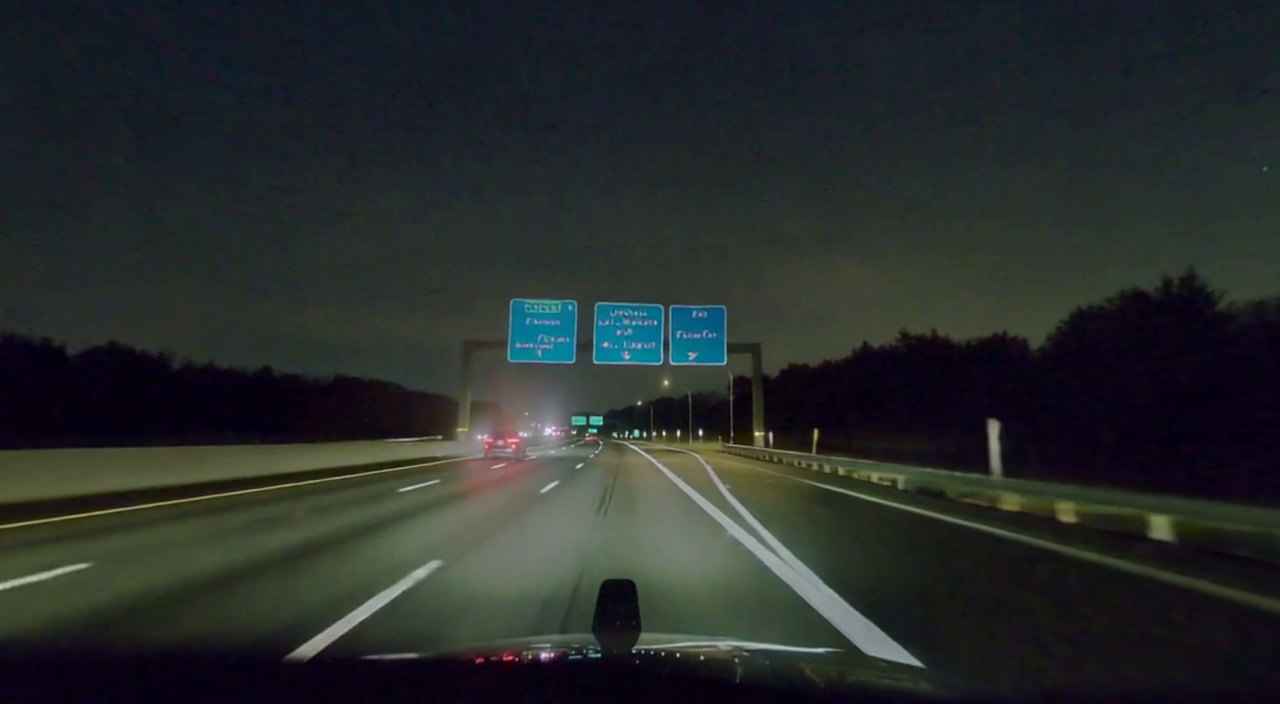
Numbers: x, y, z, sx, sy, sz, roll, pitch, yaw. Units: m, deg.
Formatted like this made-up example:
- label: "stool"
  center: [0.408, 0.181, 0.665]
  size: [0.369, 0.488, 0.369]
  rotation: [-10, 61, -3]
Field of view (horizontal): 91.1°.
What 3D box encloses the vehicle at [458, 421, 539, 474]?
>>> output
- label: "vehicle"
  center: [-4.955, 3.397, 22.591]
  size: [2.007, 1.727, 4.040]
  rotation: [0, -8, 0]
